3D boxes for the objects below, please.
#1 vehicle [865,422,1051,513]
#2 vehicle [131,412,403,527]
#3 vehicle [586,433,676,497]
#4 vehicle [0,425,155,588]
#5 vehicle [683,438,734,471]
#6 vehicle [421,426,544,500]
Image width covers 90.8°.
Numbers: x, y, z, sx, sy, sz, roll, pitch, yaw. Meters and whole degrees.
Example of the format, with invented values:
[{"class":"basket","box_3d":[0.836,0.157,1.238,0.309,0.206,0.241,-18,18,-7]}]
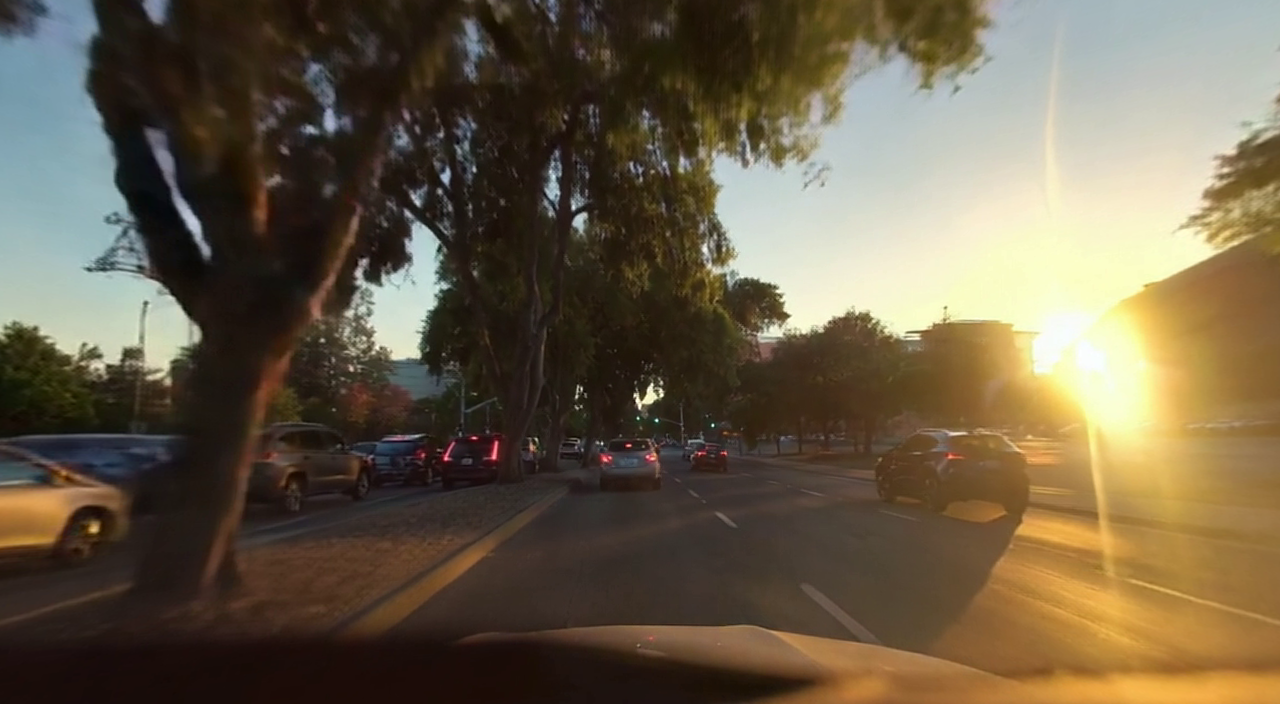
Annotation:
[{"class":"vehicle","box_3d":[6.701,2.474,13.940,1.889,1.681,4.120,0,-8,0]},{"class":"vehicle","box_3d":[-6.765,2.211,12.518,1.864,1.737,5.689,0,-8,1]},{"class":"vehicle","box_3d":[-0.239,3.006,17.232,2.161,1.501,4.184,0,-8,-1]},{"class":"vehicle","box_3d":[-6.832,1.354,5.309,1.877,1.493,4.624,0,-8,-1]},{"class":"vehicle","box_3d":[3.238,4.974,30.762,1.905,1.473,4.183,0,-8,-2]},{"class":"vehicle","box_3d":[-3.838,2.799,16.264,2.009,1.619,4.376,0,-8,1]}]
